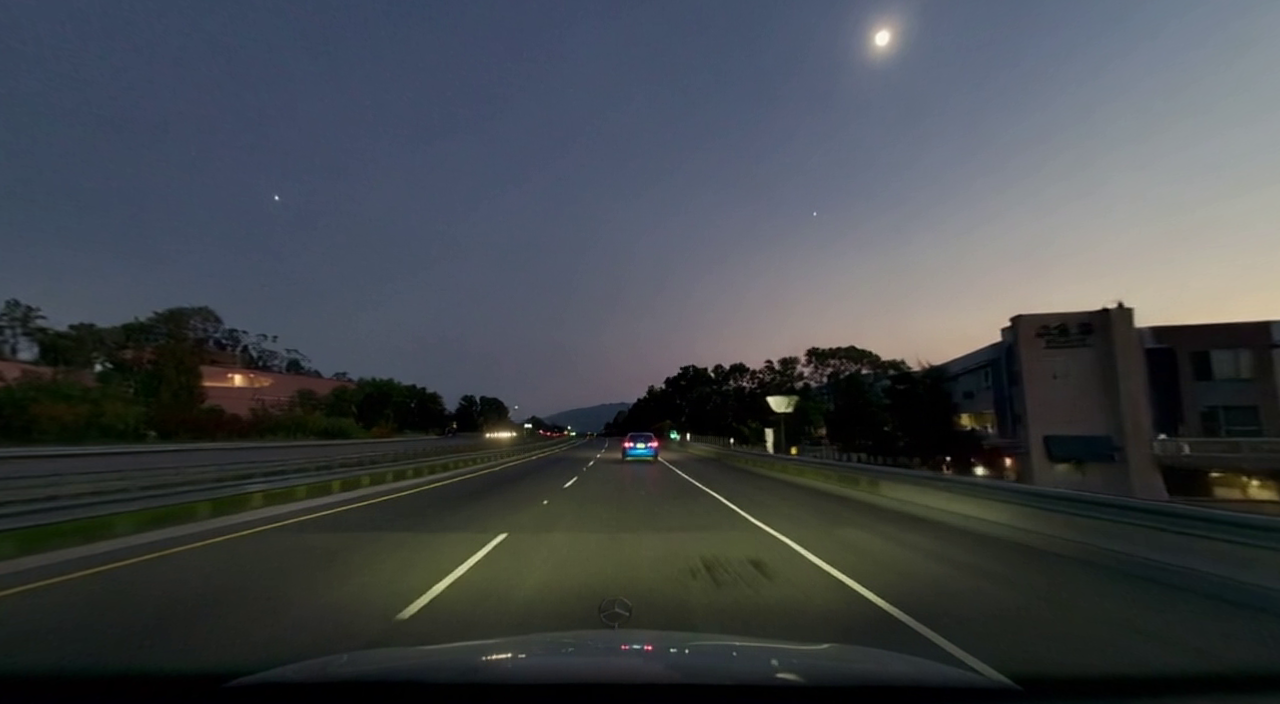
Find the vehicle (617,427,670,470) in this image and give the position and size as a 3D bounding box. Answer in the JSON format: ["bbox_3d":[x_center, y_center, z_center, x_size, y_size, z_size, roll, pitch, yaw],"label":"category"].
[{"bbox_3d":[0.067,3.982,26.210,2.020,1.633,3.942,0,-8,-2],"label":"vehicle"}]
